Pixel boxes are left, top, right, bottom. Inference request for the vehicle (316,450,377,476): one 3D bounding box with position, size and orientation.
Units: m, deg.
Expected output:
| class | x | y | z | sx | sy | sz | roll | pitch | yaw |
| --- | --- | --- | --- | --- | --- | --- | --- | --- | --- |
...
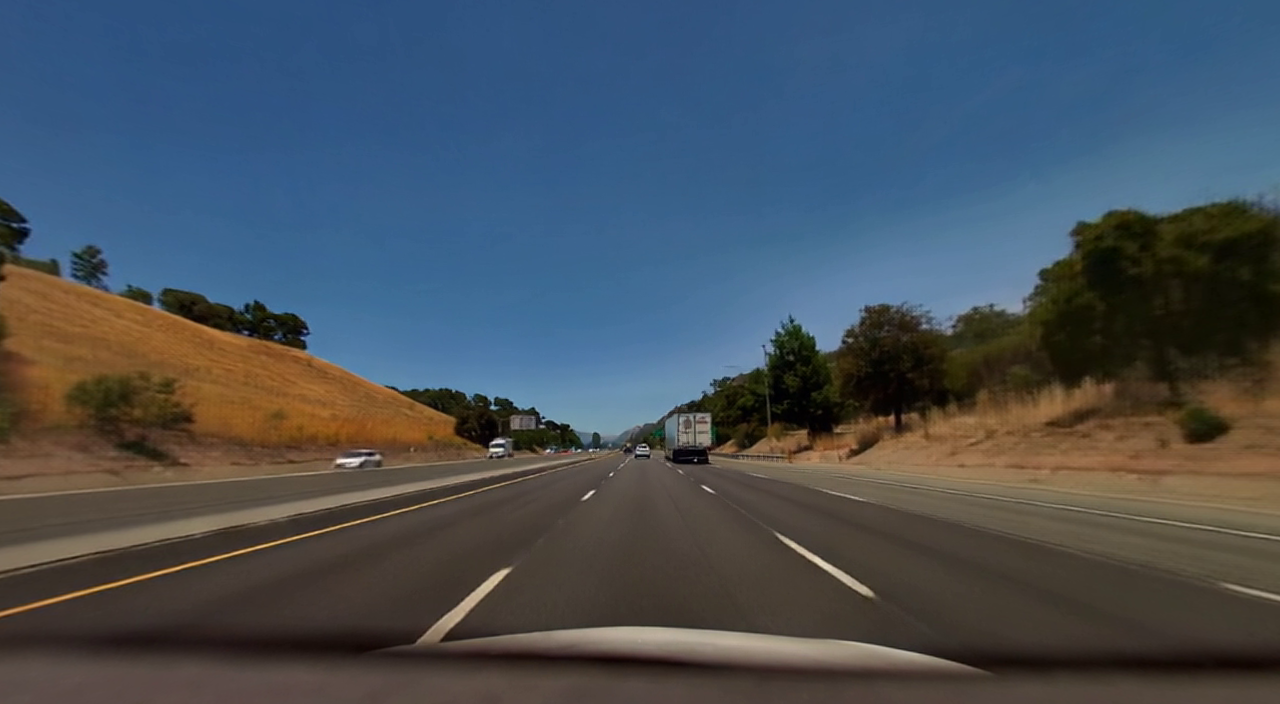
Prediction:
| class | x | y | z | sx | sy | sz | roll | pitch | yaw |
| --- | --- | --- | --- | --- | --- | --- | --- | --- | --- |
| vehicle | -21.691 | 8.178 | 46.757 | 2.038 | 1.788 | 4.894 | 0 | -9 | 2 |
